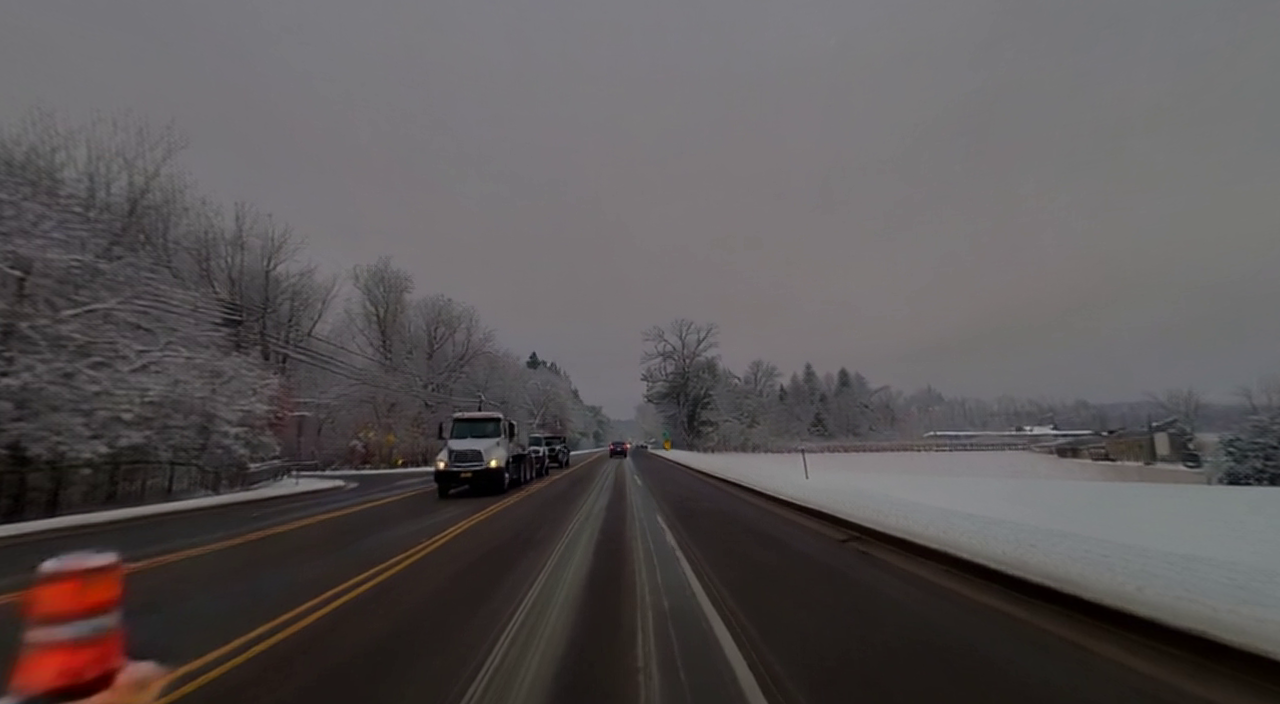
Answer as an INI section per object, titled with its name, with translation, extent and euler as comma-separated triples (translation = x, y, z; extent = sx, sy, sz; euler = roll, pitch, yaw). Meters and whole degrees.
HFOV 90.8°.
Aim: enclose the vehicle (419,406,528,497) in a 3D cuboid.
[vehicle]
translation = -4.954, 3.036, 19.514
extent = 2.380, 2.488, 4.028
euler = 0, -8, -2
